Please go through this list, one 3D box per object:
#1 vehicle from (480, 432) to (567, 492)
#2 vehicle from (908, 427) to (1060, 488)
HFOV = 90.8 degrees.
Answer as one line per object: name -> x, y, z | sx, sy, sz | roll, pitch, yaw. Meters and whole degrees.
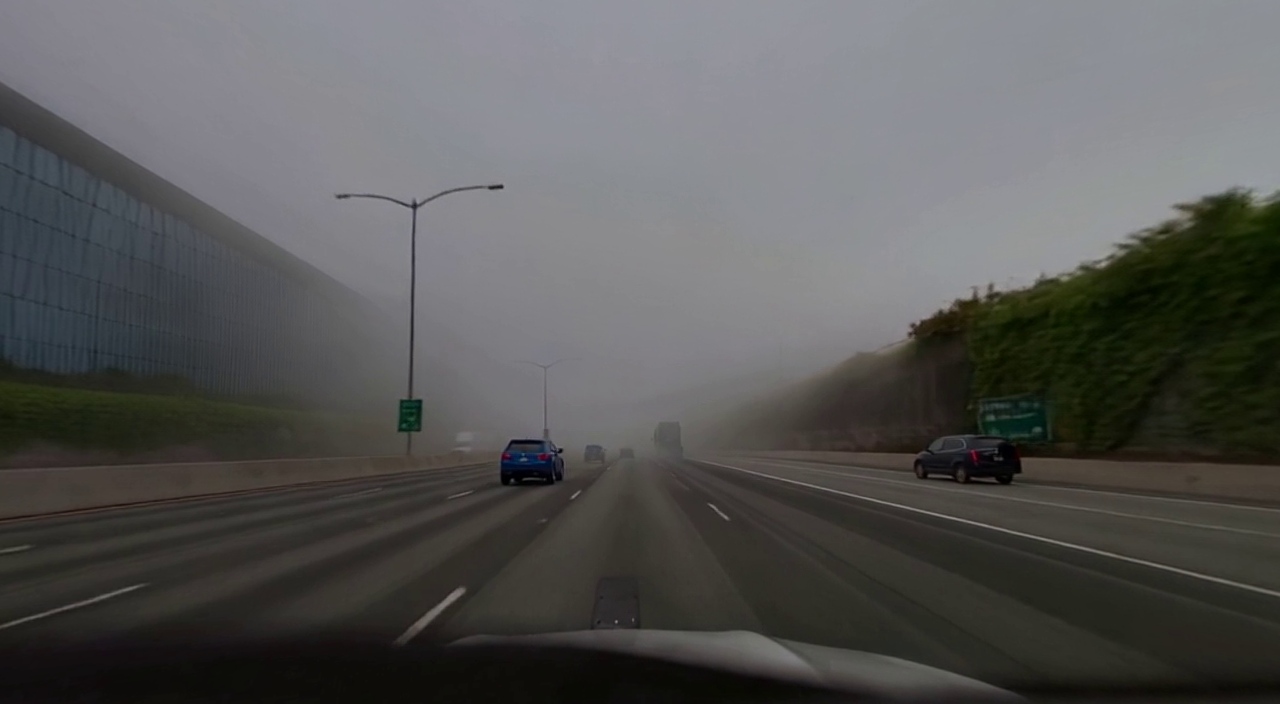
vehicle -> -3.623, 3.514, 20.483 | 2.039, 1.710, 4.237 | 0, -9, -1
vehicle -> 11.182, 3.491, 21.114 | 2.089, 1.787, 5.080 | 0, -9, -1
